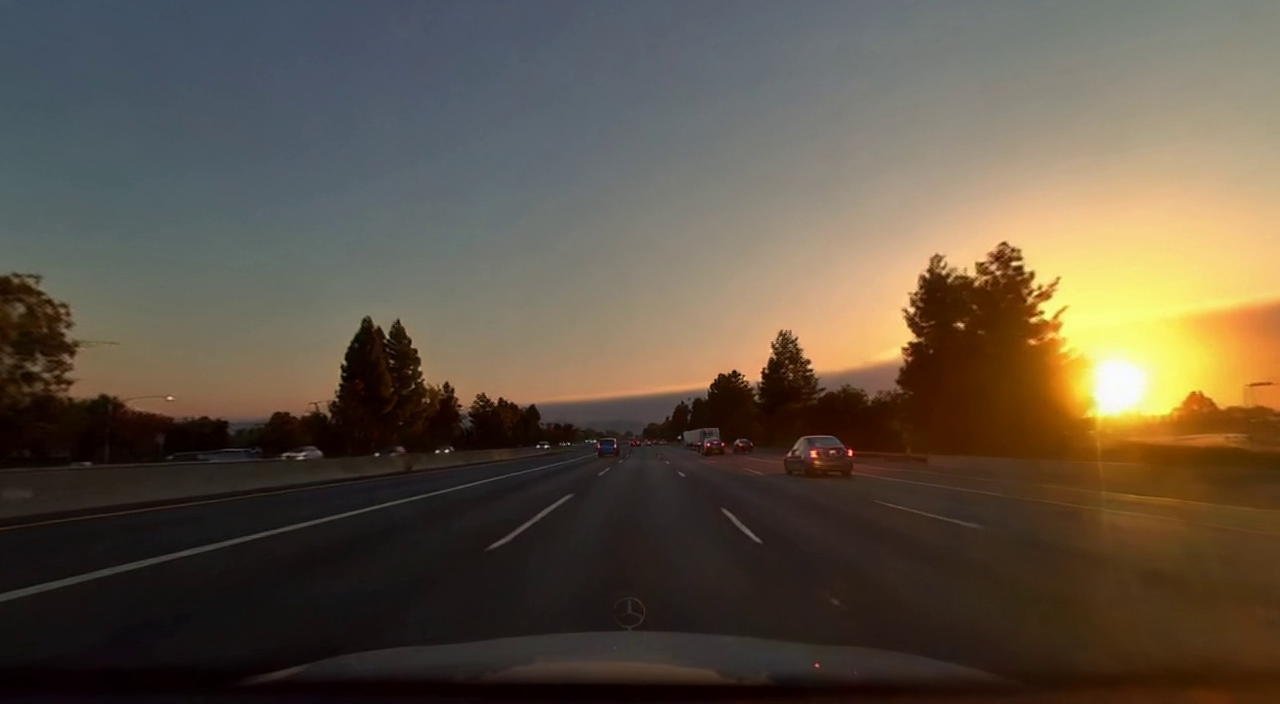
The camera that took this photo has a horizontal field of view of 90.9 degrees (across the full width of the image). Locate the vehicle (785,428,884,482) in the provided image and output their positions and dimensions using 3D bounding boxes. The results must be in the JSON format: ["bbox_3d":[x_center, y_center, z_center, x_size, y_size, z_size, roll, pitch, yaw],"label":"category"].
[{"bbox_3d":[6.654,3.586,22.147,2.063,1.706,4.259,0,-8,-1],"label":"vehicle"}]
